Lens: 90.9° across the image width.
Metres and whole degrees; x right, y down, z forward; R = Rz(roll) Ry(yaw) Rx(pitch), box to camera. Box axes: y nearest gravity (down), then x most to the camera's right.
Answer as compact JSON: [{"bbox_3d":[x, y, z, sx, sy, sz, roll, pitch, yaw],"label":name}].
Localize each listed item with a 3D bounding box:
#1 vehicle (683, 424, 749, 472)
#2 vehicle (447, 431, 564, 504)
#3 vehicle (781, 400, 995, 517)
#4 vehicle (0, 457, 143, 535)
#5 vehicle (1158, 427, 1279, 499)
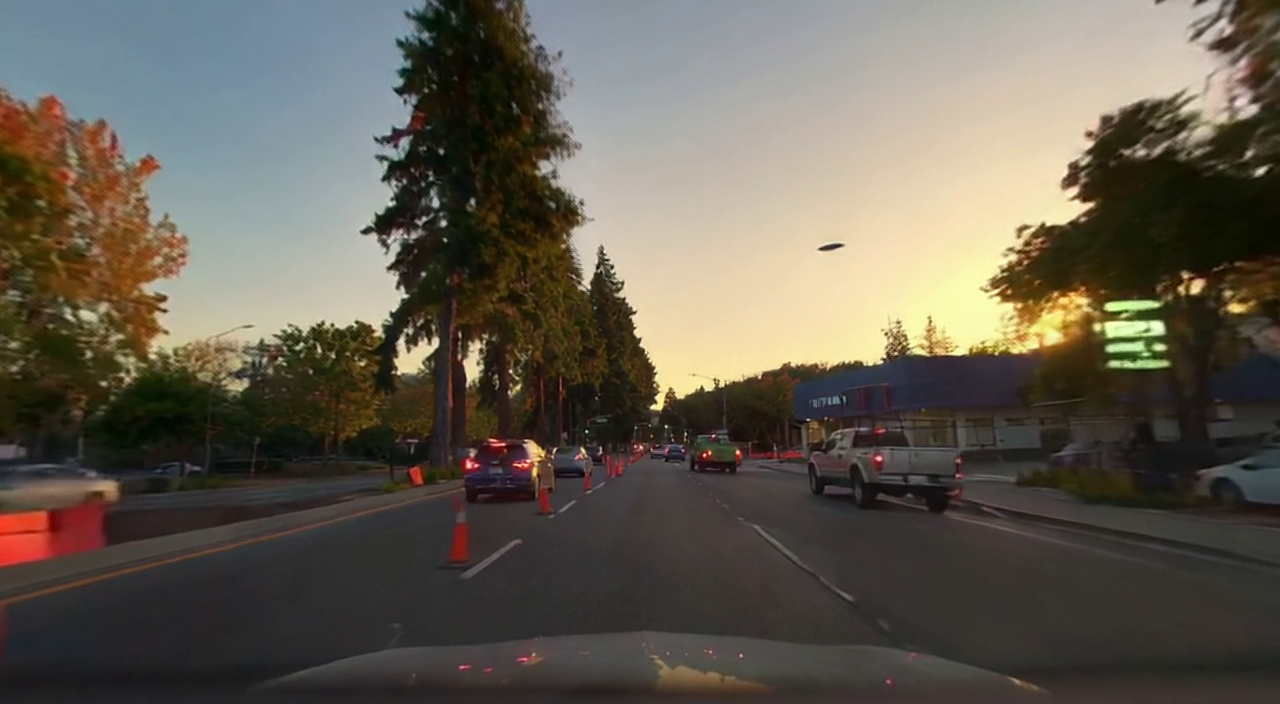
[{"bbox_3d":[4.253,5.641,37.134,2.760,2.465,7.936,0,-9,-1],"label":"vehicle"},{"bbox_3d":[-3.400,3.024,16.916,2.038,1.682,4.399,0,-9,1],"label":"vehicle"},{"bbox_3d":[5.515,2.552,15.560,2.653,2.231,6.793,0,-9,1],"label":"vehicle"},{"bbox_3d":[-14.324,3.267,14.639,1.826,1.553,4.293,-1,-9,4],"label":"vehicle"},{"bbox_3d":[14.016,2.338,13.323,1.969,1.457,4.719,0,-8,-2],"label":"vehicle"}]
